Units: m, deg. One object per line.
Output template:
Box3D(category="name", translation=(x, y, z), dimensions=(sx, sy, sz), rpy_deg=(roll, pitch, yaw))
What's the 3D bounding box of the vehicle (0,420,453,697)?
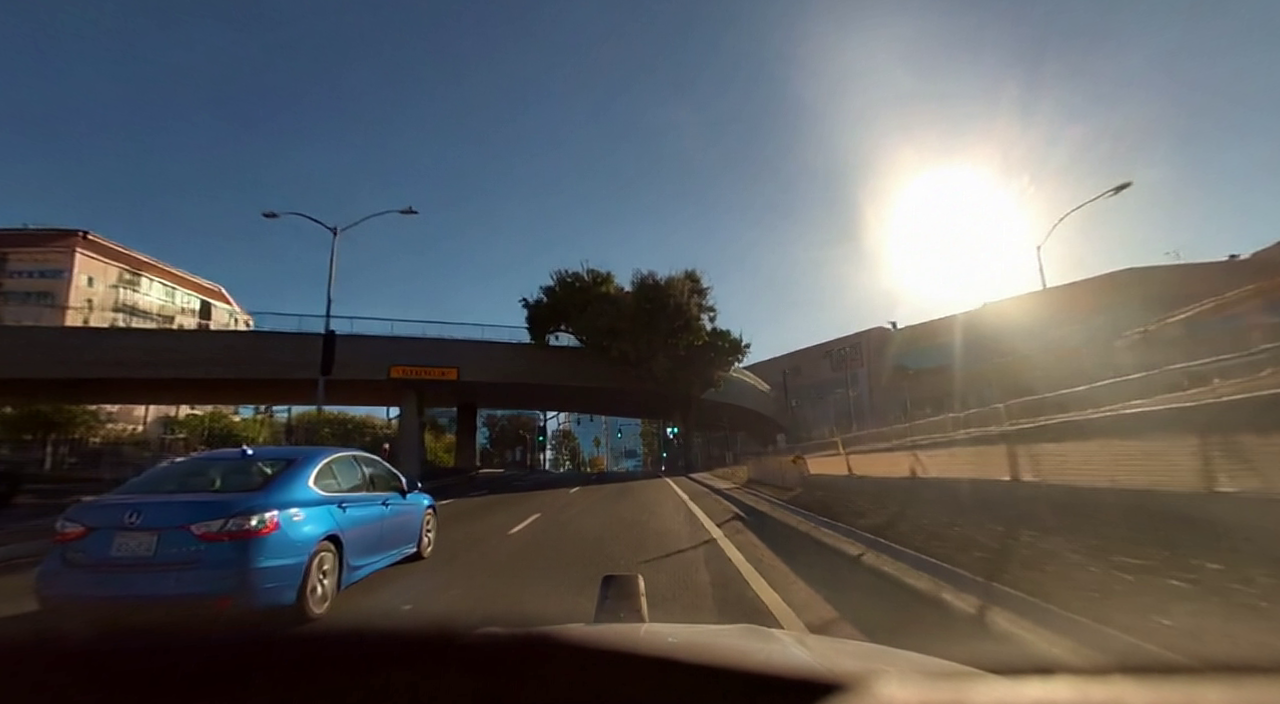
Box3D(category="vehicle", translation=(-3.338, 1.435, 5.611), dimensions=(2.041, 1.470, 4.290), rpy_deg=(0, -9, 0))
